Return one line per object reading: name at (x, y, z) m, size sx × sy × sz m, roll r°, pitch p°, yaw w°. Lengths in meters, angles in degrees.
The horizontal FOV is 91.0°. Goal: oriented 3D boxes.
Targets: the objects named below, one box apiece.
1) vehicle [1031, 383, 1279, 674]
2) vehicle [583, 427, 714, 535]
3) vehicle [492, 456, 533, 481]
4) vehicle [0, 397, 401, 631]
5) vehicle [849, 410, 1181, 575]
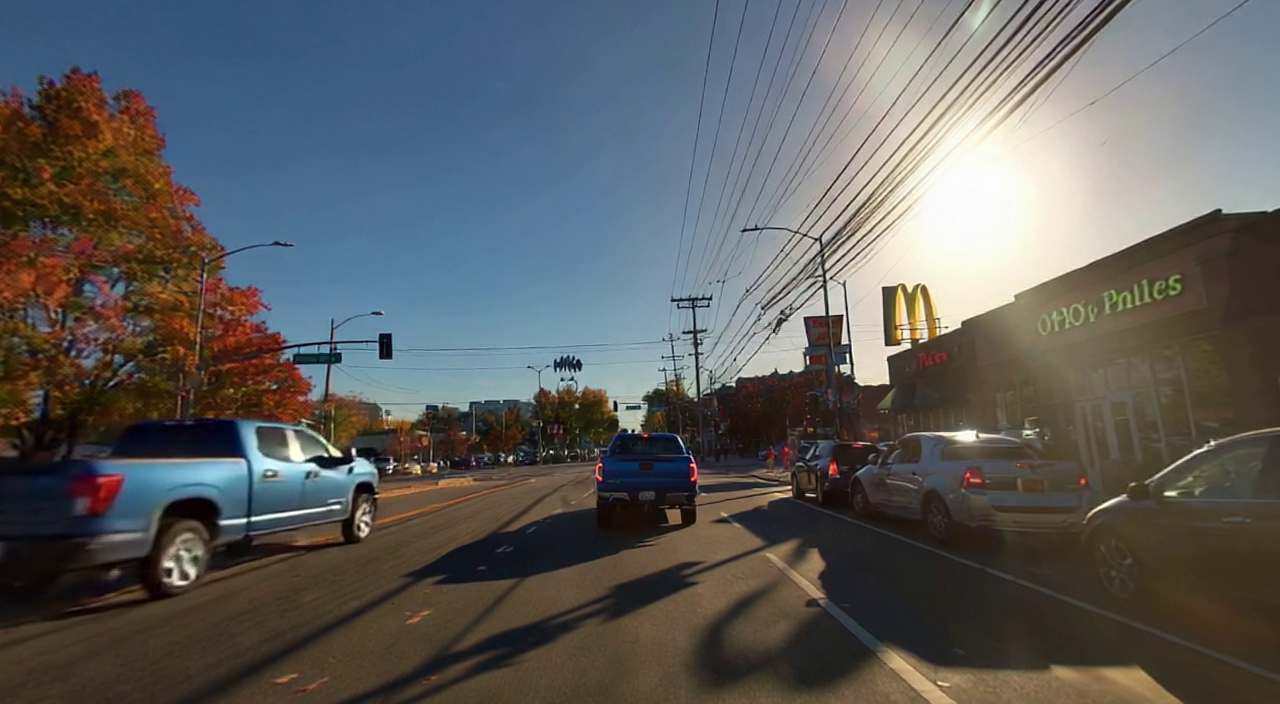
vehicle at (4.906, 1.089, 3.892) m, size 2.014 × 1.755 × 4.520 m, roll 0°, pitch -9°, yaw 0°
vehicle at (0.153, 2.421, 12.453) m, size 2.089 × 1.699 × 4.650 m, roll 0°, pitch -9°, yaw 0°
vehicle at (-9.048, 8.288, 45.079) m, size 1.968 × 1.654 × 4.292 m, roll 0°, pitch -9°, yaw 1°
vehicle at (-5.168, 1.622, 7.495) m, size 2.140 × 1.768 × 5.092 m, roll -1°, pitch -9°, yaw 7°
vehicle at (4.933, 1.911, 9.408) m, size 2.007 × 1.786 × 4.870 m, roll 0°, pitch -9°, yaw 1°
